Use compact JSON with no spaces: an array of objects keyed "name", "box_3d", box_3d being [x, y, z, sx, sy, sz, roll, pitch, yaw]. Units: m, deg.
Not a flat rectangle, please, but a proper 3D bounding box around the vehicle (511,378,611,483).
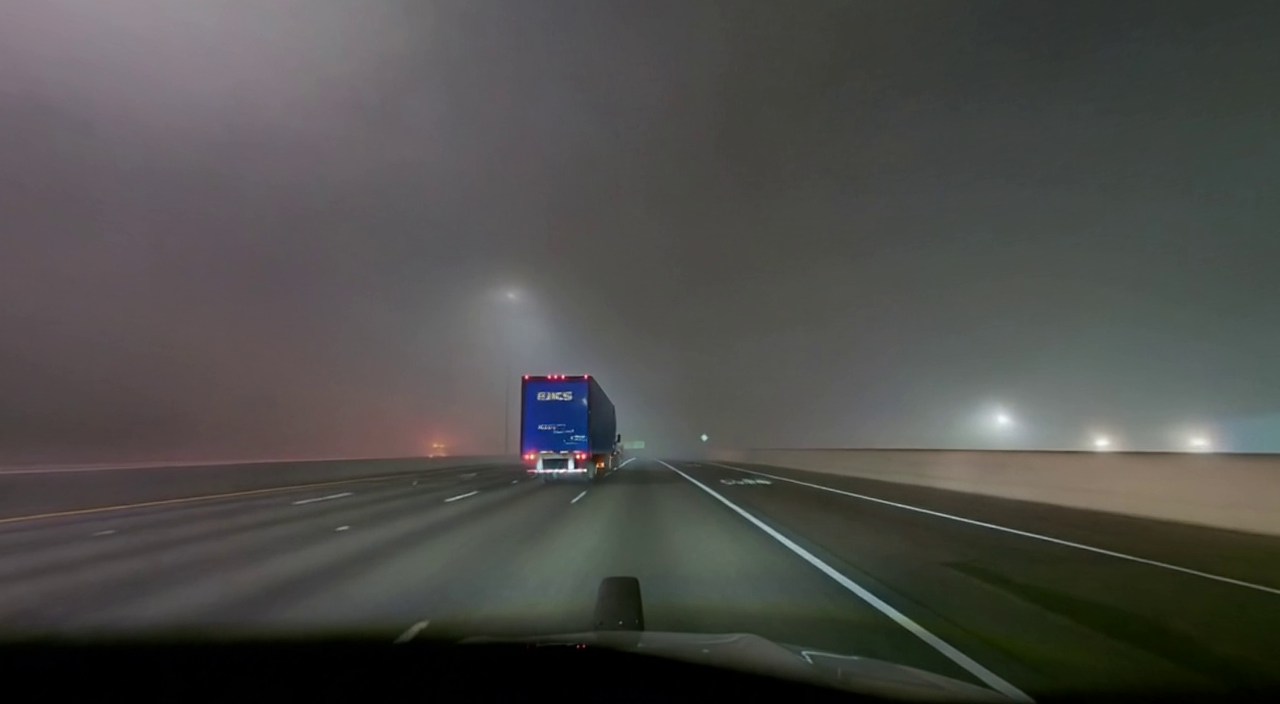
[{"name":"vehicle","box_3d":[-3.206,3.792,29.314,3.059,3.956,11.036,0,-9,1]}]
